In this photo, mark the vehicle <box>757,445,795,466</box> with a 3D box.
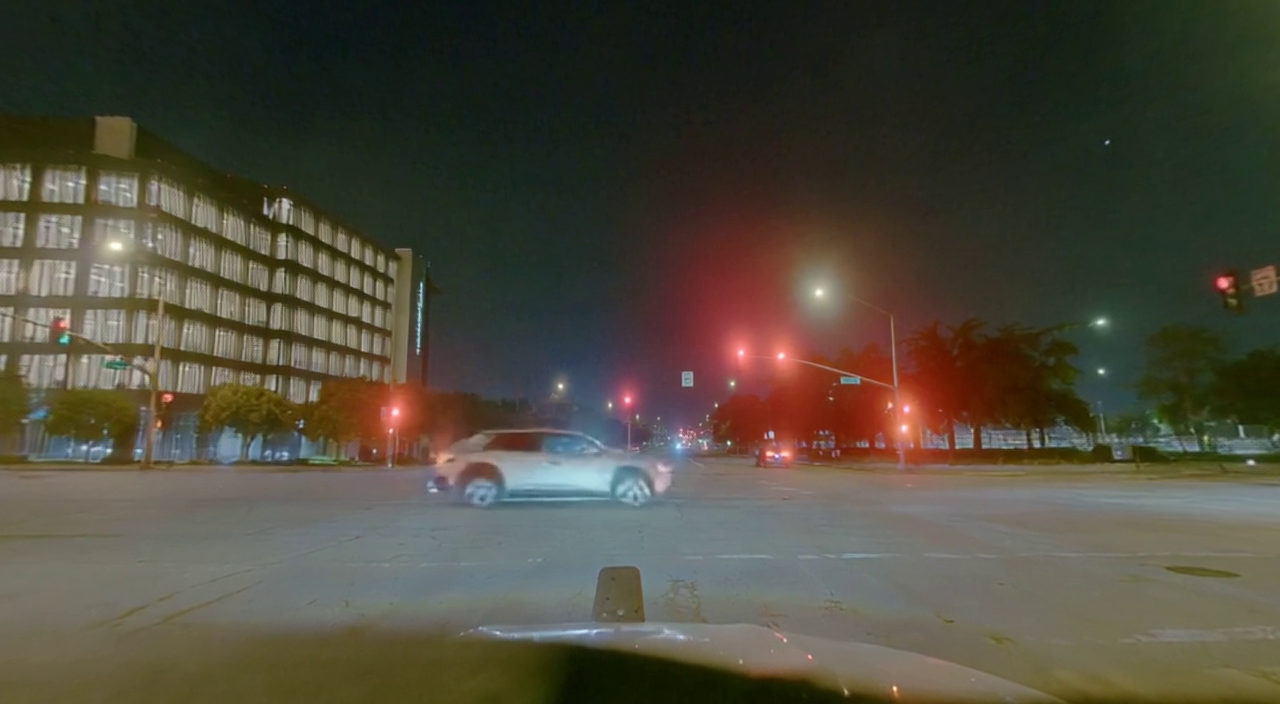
[{"bbox_3d":[9.986,7.652,46.803,2.043,1.454,4.424,-1,-8,3],"label":"vehicle"}]

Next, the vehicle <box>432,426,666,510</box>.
[{"bbox_3d":[-1.974,2.578,14.365,4.853,1.719,1.986,1,-8,-6],"label":"vehicle"}]
